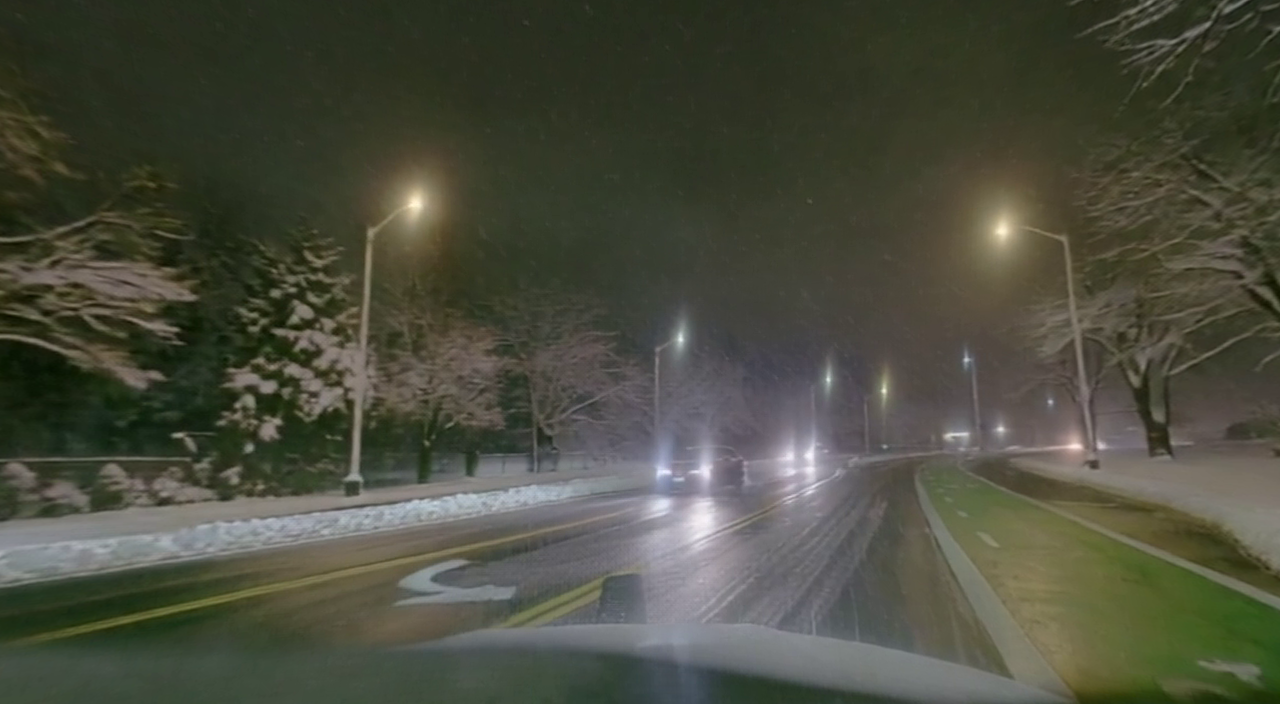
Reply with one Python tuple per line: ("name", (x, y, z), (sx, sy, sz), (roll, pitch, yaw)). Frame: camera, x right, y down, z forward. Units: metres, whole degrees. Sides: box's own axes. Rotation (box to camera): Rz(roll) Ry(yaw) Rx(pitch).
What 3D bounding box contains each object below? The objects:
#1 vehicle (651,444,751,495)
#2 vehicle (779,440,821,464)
("vehicle", (2.128, 3.760, 20.716), (2.071, 1.456, 4.663), (-3, -9, 21))
("vehicle", (12.478, 7.767, 49.100), (2.065, 1.744, 4.566), (-5, -10, 27))
